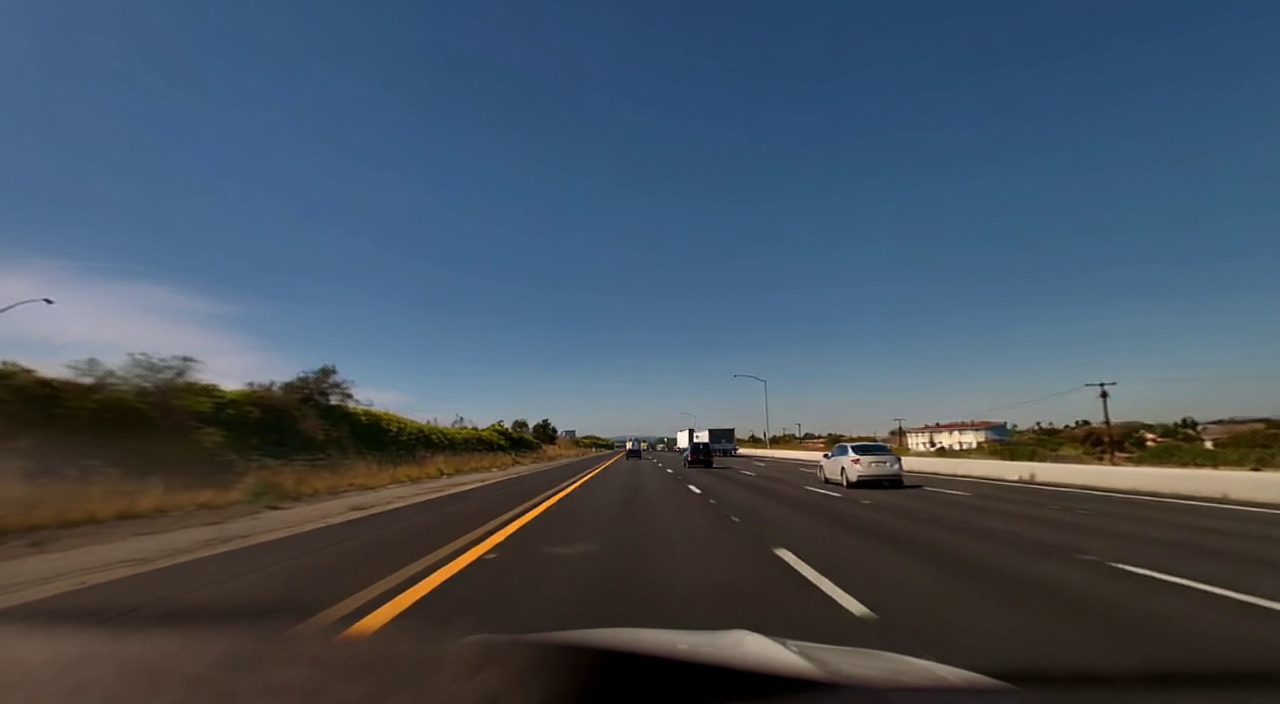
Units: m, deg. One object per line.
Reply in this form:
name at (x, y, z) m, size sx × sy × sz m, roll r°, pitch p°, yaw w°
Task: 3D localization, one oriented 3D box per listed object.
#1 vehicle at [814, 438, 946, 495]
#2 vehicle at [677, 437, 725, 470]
vehicle at (7.198, 3.476, 19.645) m, size 2.046 × 1.509 × 4.929 m, roll 0°, pitch -8°, yaw -2°
vehicle at (3.480, 5.892, 36.800) m, size 2.141 × 1.785 × 4.778 m, roll 0°, pitch -8°, yaw -2°
